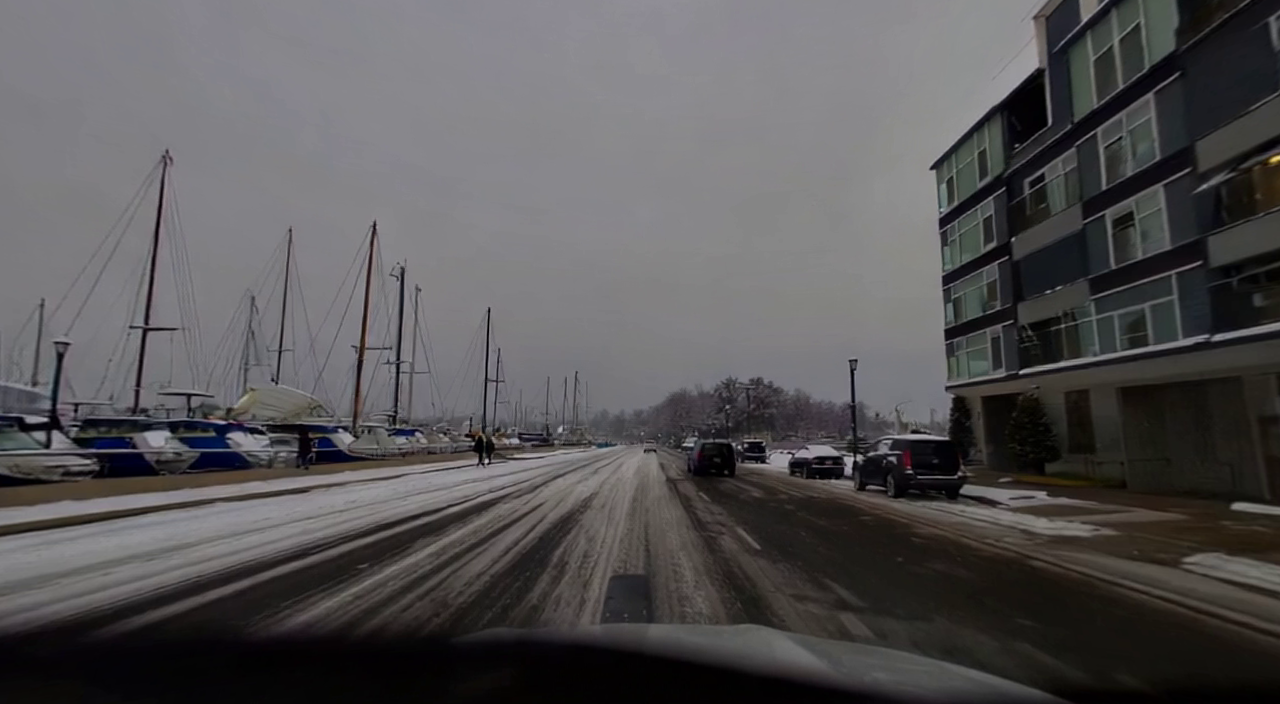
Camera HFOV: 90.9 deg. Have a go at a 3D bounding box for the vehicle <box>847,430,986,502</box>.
[{"bbox_3d":[7.539,3.144,17.764,1.901,1.726,4.517,-1,-9,1],"label":"vehicle"}]

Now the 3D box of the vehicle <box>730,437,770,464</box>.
[{"bbox_3d":[7.762,7.017,44.934,2.029,1.750,4.825,-1,-9,1],"label":"vehicle"}]

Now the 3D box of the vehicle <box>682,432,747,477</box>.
[{"bbox_3d":[2.933,4.148,25.600,2.047,1.640,4.051,0,-9,-1],"label":"vehicle"}]

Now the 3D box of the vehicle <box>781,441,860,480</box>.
[{"bbox_3d":[7.678,4.640,27.263,2.112,1.514,4.371,0,-9,0],"label":"vehicle"}]
